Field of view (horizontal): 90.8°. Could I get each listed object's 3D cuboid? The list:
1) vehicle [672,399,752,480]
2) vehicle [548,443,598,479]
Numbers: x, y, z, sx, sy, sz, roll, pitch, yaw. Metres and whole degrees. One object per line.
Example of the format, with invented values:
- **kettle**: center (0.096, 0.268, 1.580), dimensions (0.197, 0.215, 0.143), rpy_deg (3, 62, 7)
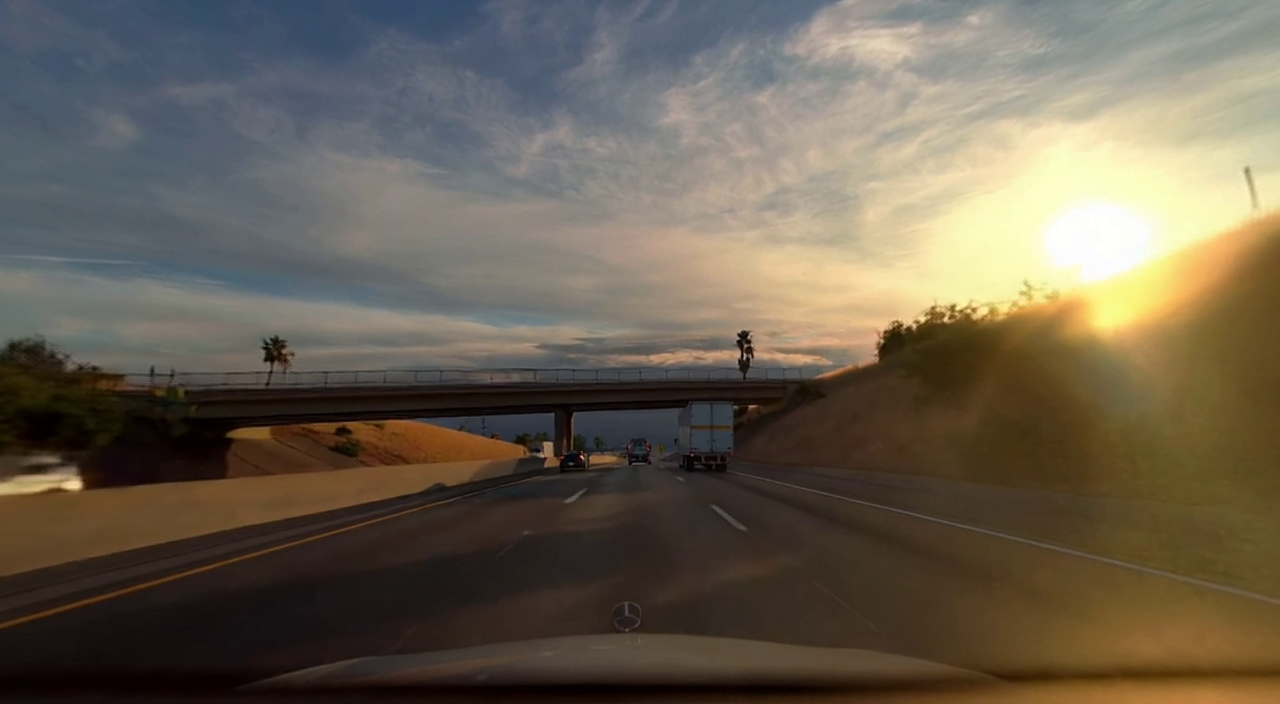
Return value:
- **vehicle**: center (4.046, 5.676, 40.175), dimensions (3.131, 4.037, 16.729), rpy_deg (0, -9, 0)
- **vehicle**: center (-3.238, 5.393, 31.388), dimensions (2.007, 1.647, 3.854), rpy_deg (0, -9, 1)
